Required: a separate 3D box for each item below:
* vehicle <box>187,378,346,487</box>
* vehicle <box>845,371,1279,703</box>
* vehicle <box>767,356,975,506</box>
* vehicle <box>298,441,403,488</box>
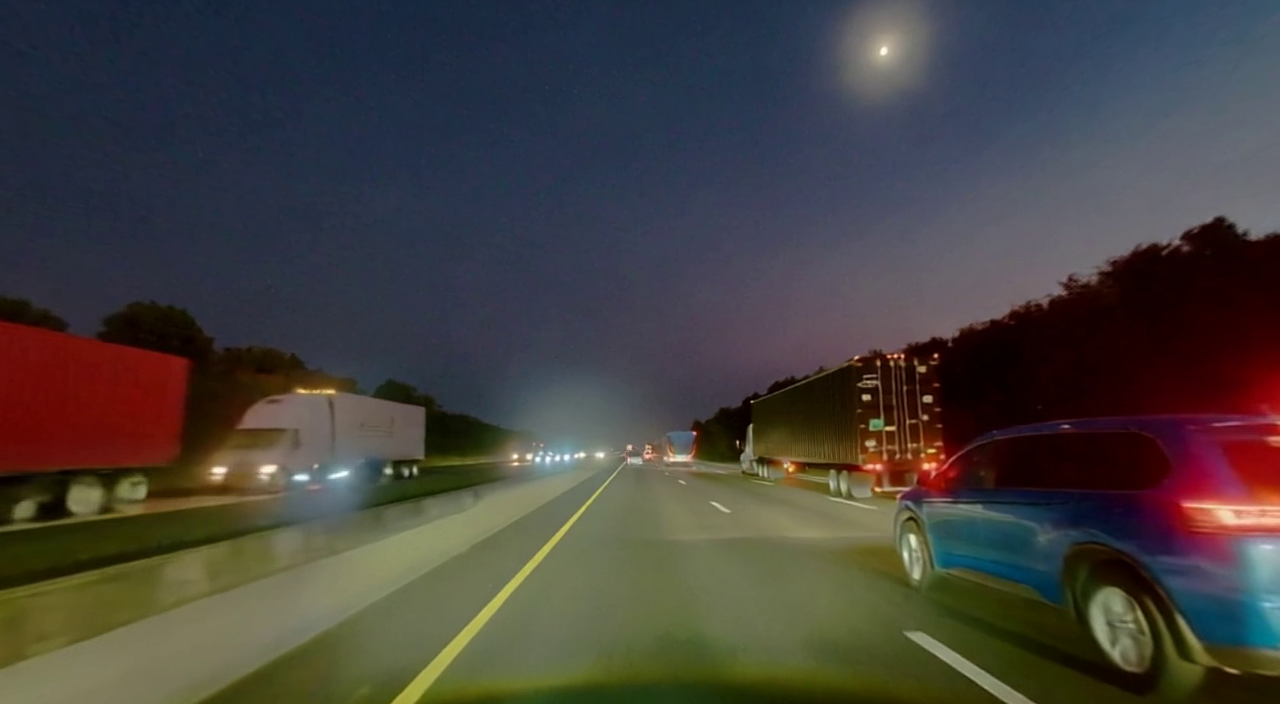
[{"bbox_3d":[-15.227,3.418,26.378,2.914,4.017,5.846,0,-9,0],"label":"vehicle"},{"bbox_3d":[3.385,1.243,4.682,2.130,1.658,4.537,0,-9,-1],"label":"vehicle"},{"bbox_3d":[7.692,3.191,24.152,2.882,4.109,13.567,0,-9,0],"label":"vehicle"},{"bbox_3d":[-11.138,4.344,24.679,2.026,1.657,4.362,0,-9,0],"label":"vehicle"}]
